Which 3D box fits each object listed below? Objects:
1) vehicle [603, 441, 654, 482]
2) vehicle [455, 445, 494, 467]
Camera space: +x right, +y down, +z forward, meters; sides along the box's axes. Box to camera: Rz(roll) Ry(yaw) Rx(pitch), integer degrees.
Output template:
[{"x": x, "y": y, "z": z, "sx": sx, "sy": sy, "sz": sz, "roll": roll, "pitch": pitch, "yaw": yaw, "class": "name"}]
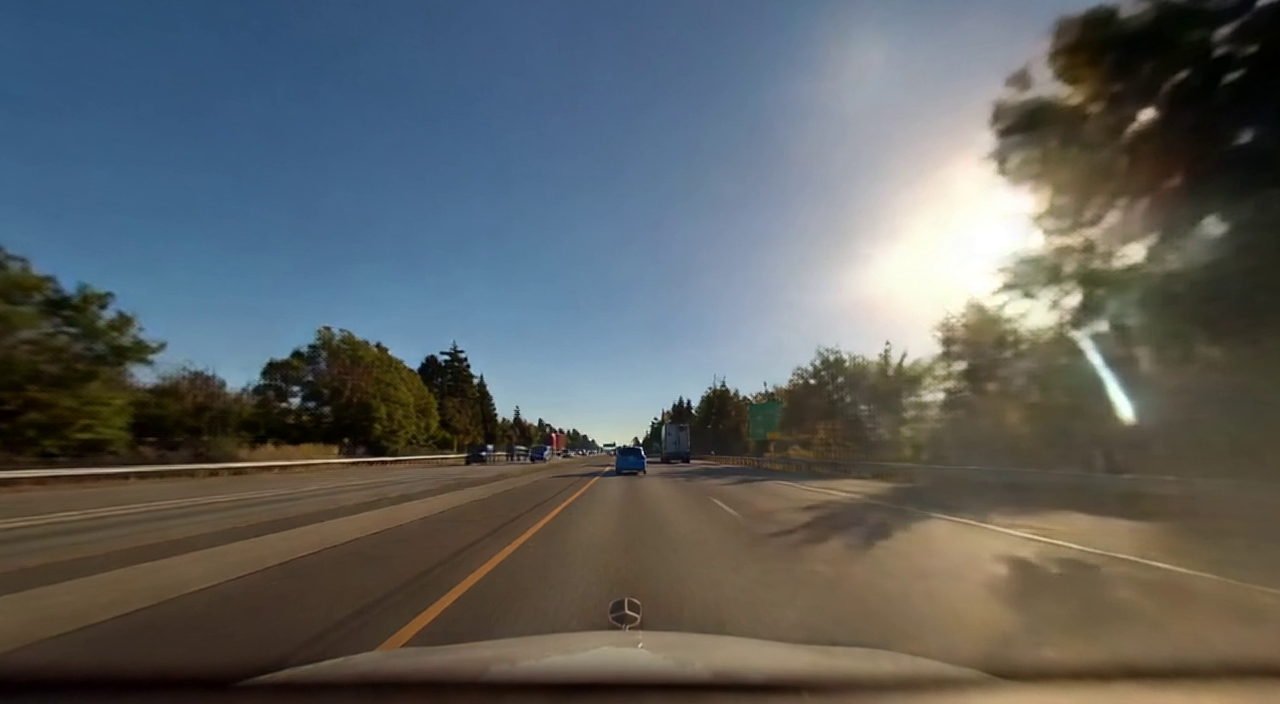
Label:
[{"x": -0.523, "y": 4.994, "z": 28.893, "sx": 2.190, "sy": 1.706, "sz": 4.062, "roll": 0, "pitch": -9, "yaw": -1, "class": "vehicle"}, {"x": -12.815, "y": 8.099, "z": 49.097, "sx": 1.893, "sy": 1.583, "sz": 4.236, "roll": 0, "pitch": -9, "yaw": -1, "class": "vehicle"}]
